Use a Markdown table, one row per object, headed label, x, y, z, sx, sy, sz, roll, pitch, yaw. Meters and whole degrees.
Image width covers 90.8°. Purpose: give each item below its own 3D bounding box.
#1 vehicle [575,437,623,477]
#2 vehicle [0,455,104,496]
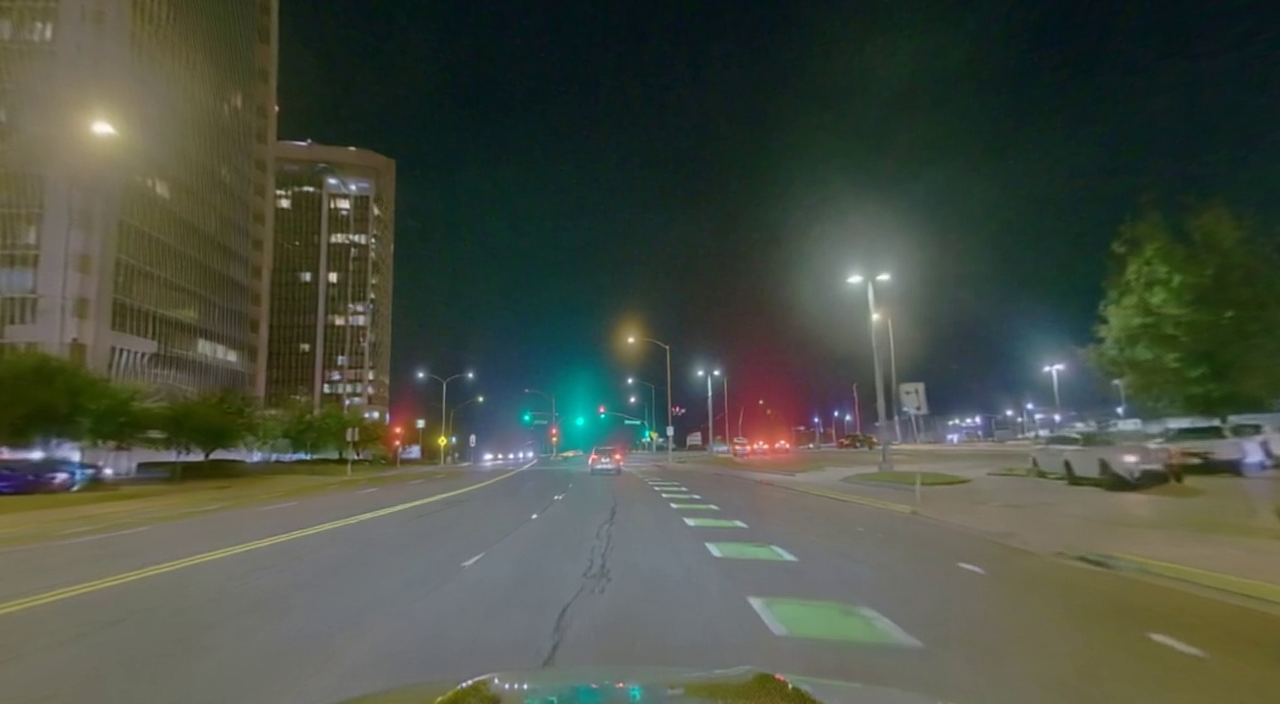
| label | x | y | z | sx | sy | sz | roll | pitch | yaw |
| --- | --- | --- | --- | --- | --- | --- | --- | --- | --- |
| vehicle | -2.035 | 5.151 | 31.371 | 2.230 | 1.827 | 4.298 | 0 | -8 | -4 |
| vehicle | -25.896 | 5.198 | 26.876 | 1.876 | 1.503 | 4.910 | 0 | -8 | 0 |
